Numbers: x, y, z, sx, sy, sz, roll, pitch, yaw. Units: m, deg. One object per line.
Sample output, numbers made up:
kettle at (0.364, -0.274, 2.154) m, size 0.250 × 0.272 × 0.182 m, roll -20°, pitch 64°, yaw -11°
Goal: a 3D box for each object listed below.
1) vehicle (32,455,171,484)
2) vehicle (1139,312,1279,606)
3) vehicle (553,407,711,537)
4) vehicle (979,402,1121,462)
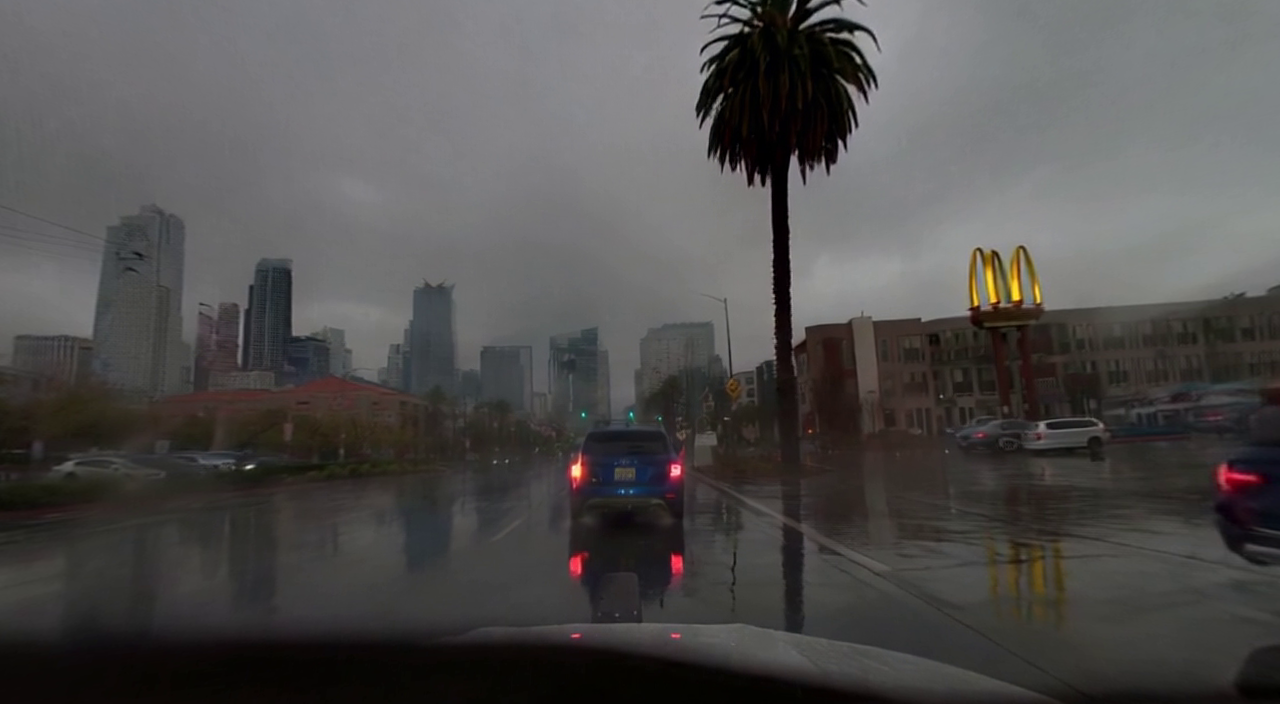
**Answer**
vehicle at (-28.244, 6.156, 33.380) m, size 5.154 × 1.343 × 1.943 m, roll 4°, pitch -9°, yaw -24°
vehicle at (6.219, 0.603, 3.580) m, size 4.828 × 1.733 × 2.231 m, roll 0°, pitch -9°, yaw 0°
vehicle at (-0.154, 1.991, 10.966) m, size 2.234 × 1.818 × 3.869 m, roll 0°, pitch -8°, yaw -1°
vehicle at (16.070, 3.163, 24.624) m, size 6.060 × 2.047 × 2.490 m, roll 6°, pitch -11°, yaw -36°
